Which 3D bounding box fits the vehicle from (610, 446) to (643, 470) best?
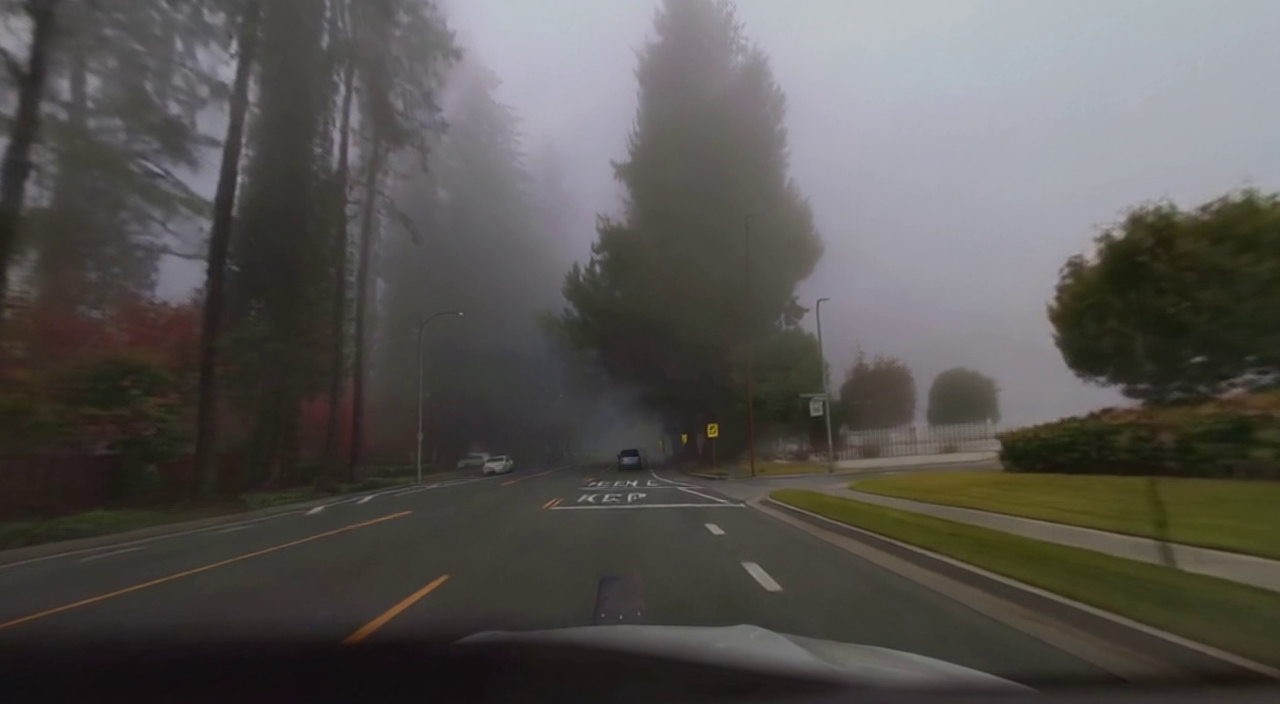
[{"bbox_3d":[-0.929,7.159,42.874,2.104,1.500,3.815,0,-9,-2],"label":"vehicle"}]
